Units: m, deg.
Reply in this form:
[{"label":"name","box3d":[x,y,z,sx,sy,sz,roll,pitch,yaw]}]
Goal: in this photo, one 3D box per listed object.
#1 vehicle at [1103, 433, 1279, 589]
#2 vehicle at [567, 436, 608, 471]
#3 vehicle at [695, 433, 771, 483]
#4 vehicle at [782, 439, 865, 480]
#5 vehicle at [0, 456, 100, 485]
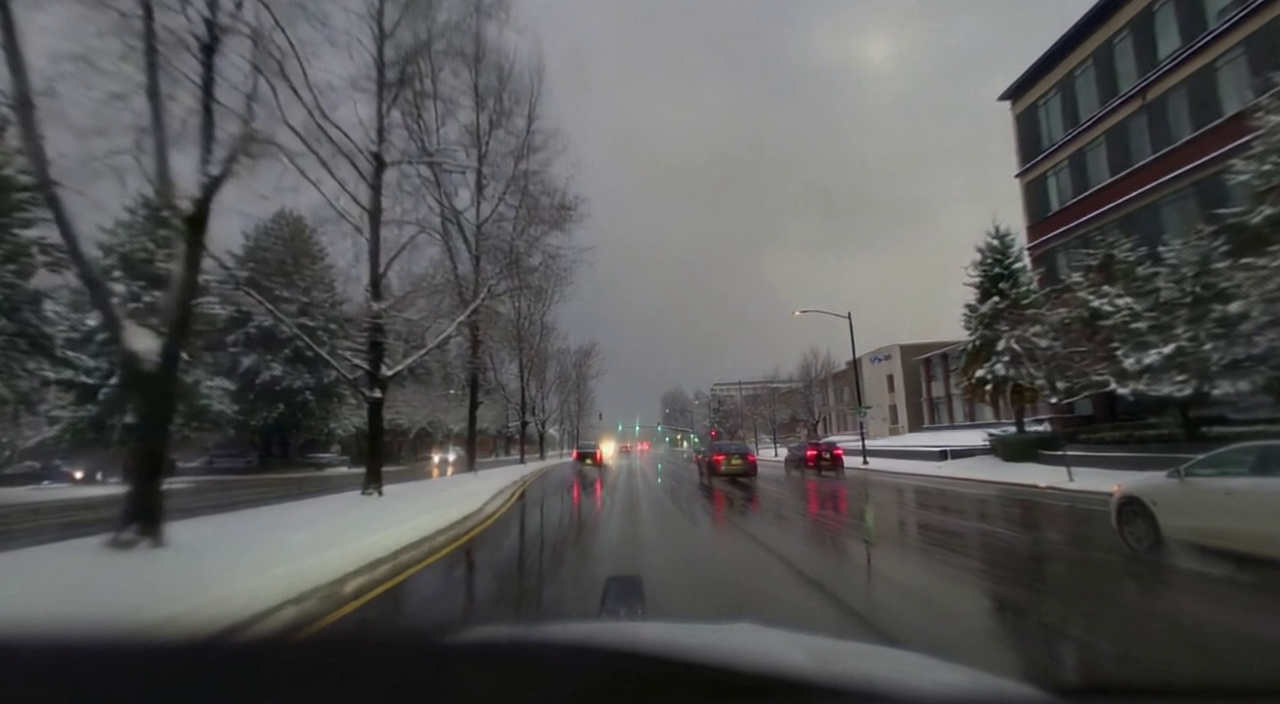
[{"label":"vehicle","box3d":[6.893,1.471,5.855,1.830,1.443,4.351,0,-8,-1]},{"label":"vehicle","box3d":[-2.880,5.648,35.323,2.155,1.797,3.989,0,-8,-3]},{"label":"vehicle","box3d":[3.546,4.162,25.102,2.152,1.742,4.704,0,-8,-2]},{"label":"vehicle","box3d":[7.421,4.386,26.067,1.944,1.503,4.723,0,-8,-1]},{"label":"vehicle","box3d":[-33.908,6.758,36.013,4.468,1.535,1.940,0,-8,1]}]
